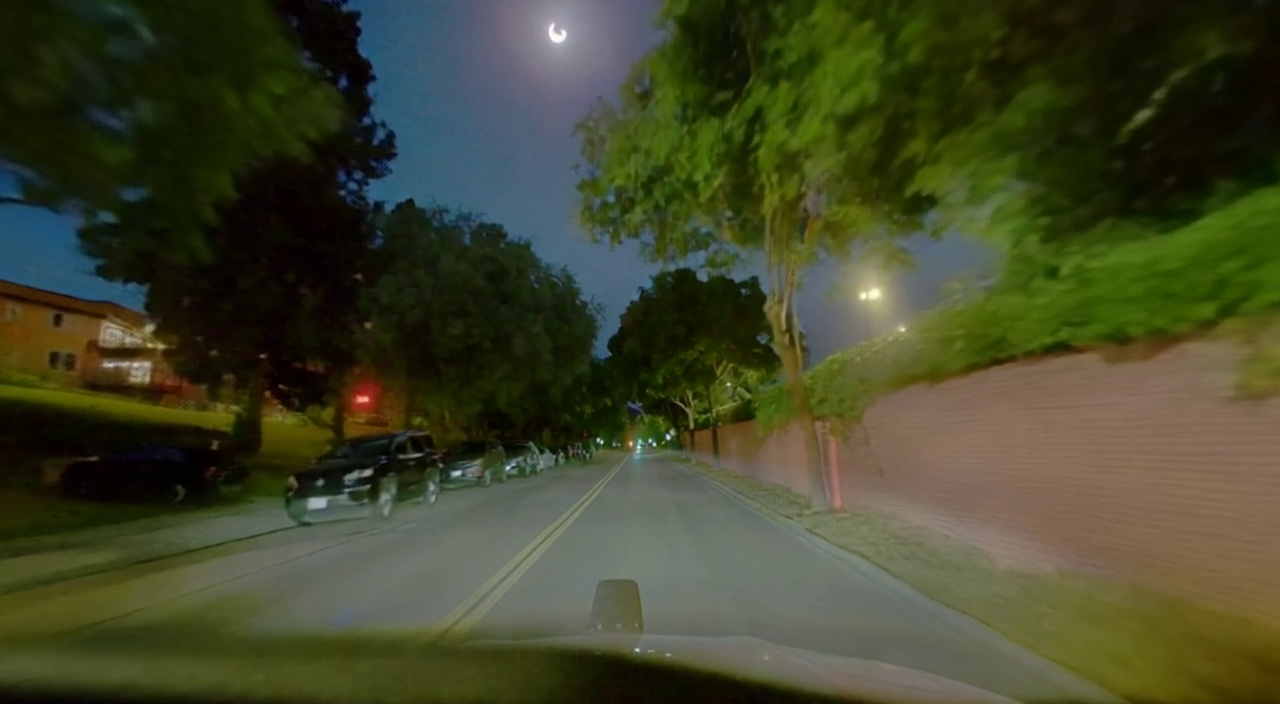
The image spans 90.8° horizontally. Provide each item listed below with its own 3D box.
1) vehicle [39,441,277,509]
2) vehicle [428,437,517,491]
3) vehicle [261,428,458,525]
[{"bbox_3d":[-13.316,3.393,17.724,4.991,1.692,1.960,1,-8,0],"label":"vehicle"},{"bbox_3d":[-6.295,4.212,24.388,2.009,1.820,4.821,1,-8,1],"label":"vehicle"},{"bbox_3d":[-6.202,2.764,14.975,2.109,1.847,5.553,0,-7,0],"label":"vehicle"}]
